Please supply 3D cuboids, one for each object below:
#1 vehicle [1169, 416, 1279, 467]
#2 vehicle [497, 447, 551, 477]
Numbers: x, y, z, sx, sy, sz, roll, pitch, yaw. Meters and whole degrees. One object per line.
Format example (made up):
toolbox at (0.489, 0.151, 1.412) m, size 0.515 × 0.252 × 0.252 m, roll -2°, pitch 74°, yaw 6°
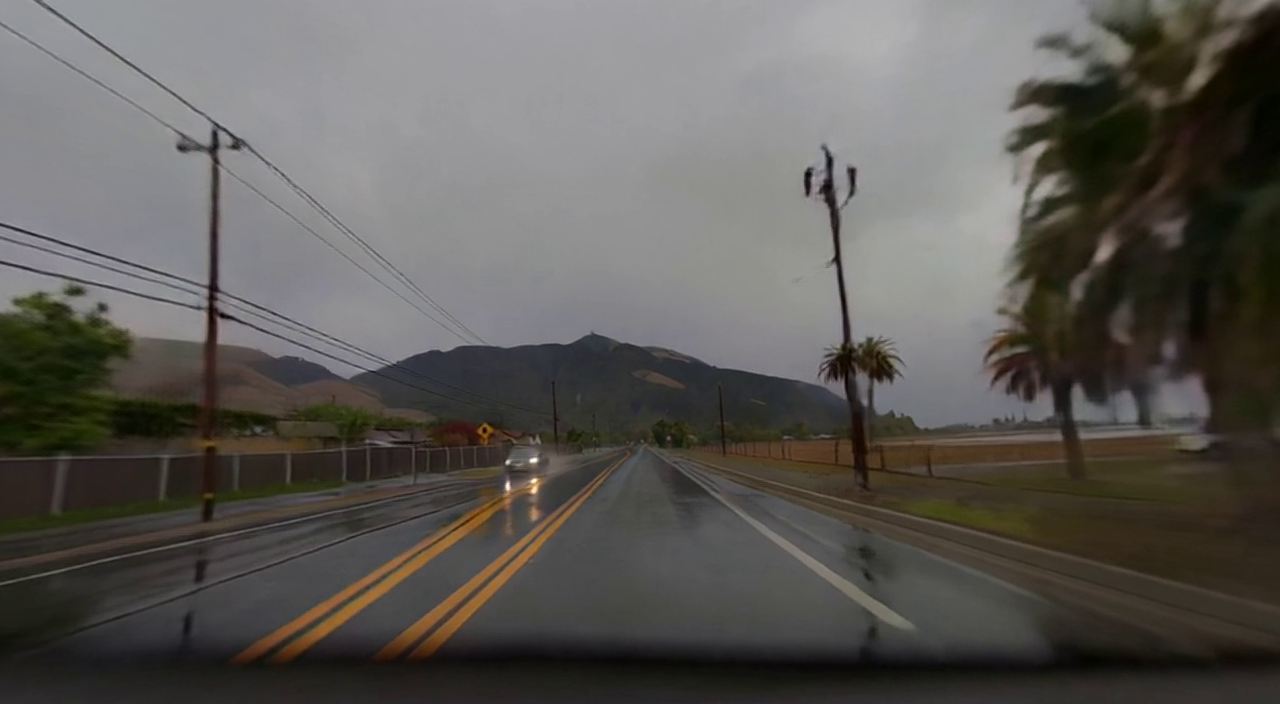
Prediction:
vehicle at (21.602, 3.122, 21.799) m, size 4.554 × 1.676 × 1.864 m, roll 0°, pitch -8°, yaw 5°
vehicle at (-6.274, 6.022, 34.621) m, size 1.973 × 1.487 × 4.612 m, roll 0°, pitch -8°, yaw 2°
